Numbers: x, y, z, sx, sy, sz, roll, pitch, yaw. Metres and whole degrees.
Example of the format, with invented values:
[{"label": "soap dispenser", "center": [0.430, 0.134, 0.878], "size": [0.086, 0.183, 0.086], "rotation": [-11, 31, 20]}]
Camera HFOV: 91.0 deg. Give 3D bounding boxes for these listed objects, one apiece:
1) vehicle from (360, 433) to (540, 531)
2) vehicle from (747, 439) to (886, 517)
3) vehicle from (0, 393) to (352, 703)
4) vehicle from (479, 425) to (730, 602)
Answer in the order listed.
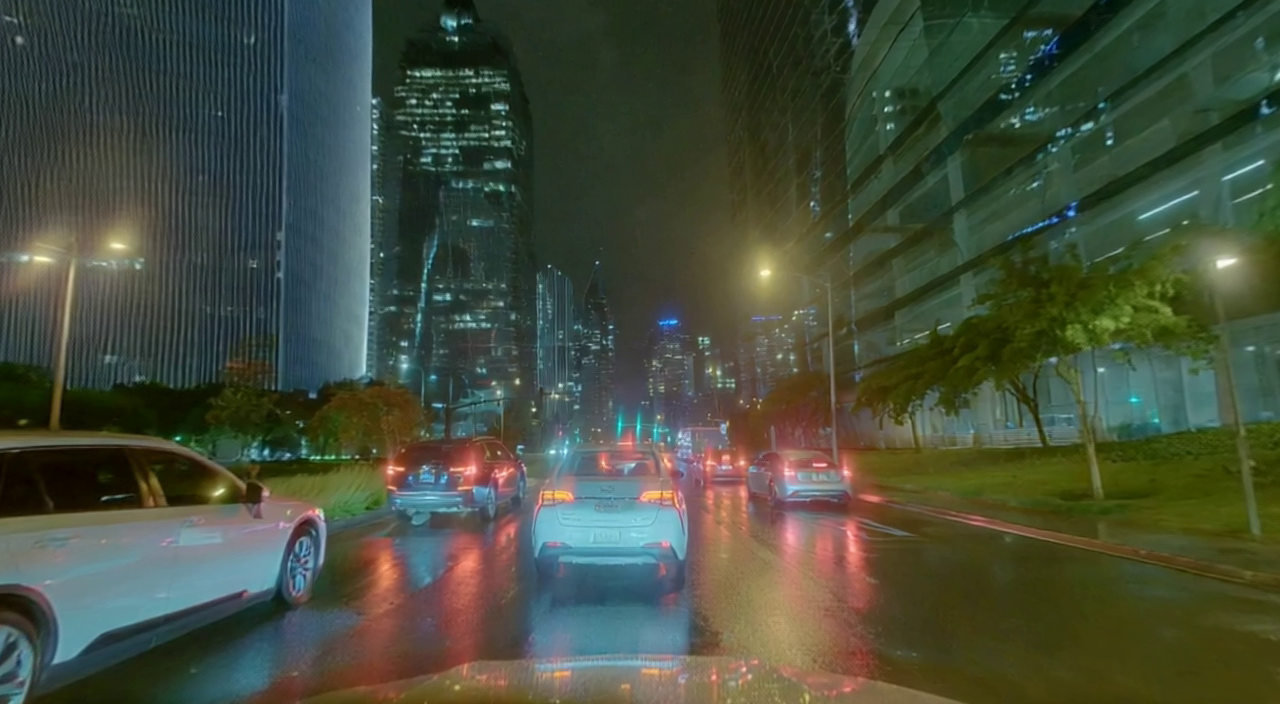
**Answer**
[{"label": "vehicle", "center": [-3.341, 2.376, 12.159], "size": [2.044, 1.508, 4.479], "rotation": [0, -9, 0]}, {"label": "vehicle", "center": [3.860, 2.819, 14.616], "size": [1.940, 1.514, 4.187], "rotation": [0, -9, -1]}, {"label": "vehicle", "center": [-3.549, 1.078, 3.504], "size": [1.933, 1.520, 4.195], "rotation": [0, -9, -1]}, {"label": "vehicle", "center": [-0.254, 1.734, 7.718], "size": [2.174, 1.509, 4.374], "rotation": [0, -9, 2]}]
